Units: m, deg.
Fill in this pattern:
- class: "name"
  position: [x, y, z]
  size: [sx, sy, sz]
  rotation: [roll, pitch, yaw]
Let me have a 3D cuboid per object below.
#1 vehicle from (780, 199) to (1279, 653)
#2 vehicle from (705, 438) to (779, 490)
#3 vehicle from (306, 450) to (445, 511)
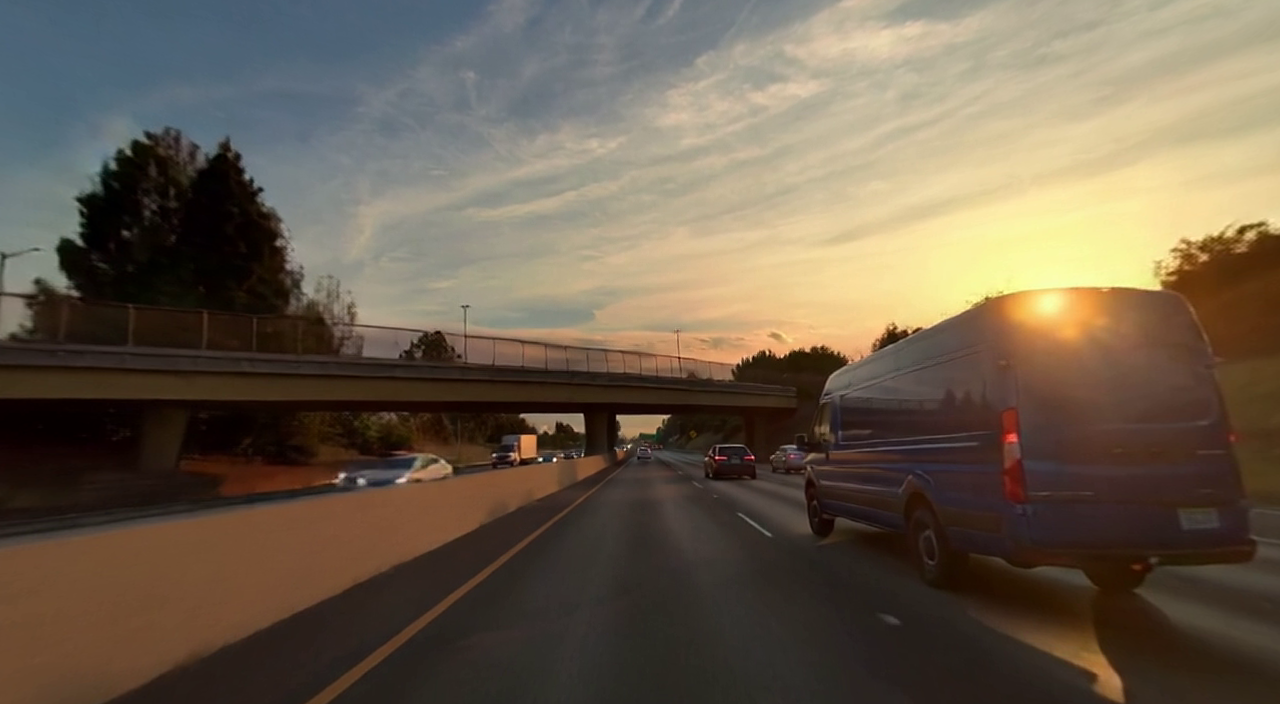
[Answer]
- class: "vehicle"
  position: [3.797, 0.964, 7.831]
  size: [2.460, 3.155, 6.902]
  rotation: [0, -9, 0]
- class: "vehicle"
  position: [3.663, 4.131, 23.455]
  size: [2.009, 1.731, 4.149]
  rotation: [0, -9, -1]
- class: "vehicle"
  position: [-7.685, 3.744, 18.928]
  size: [2.106, 1.549, 4.622]
  rotation: [0, -9, 1]
